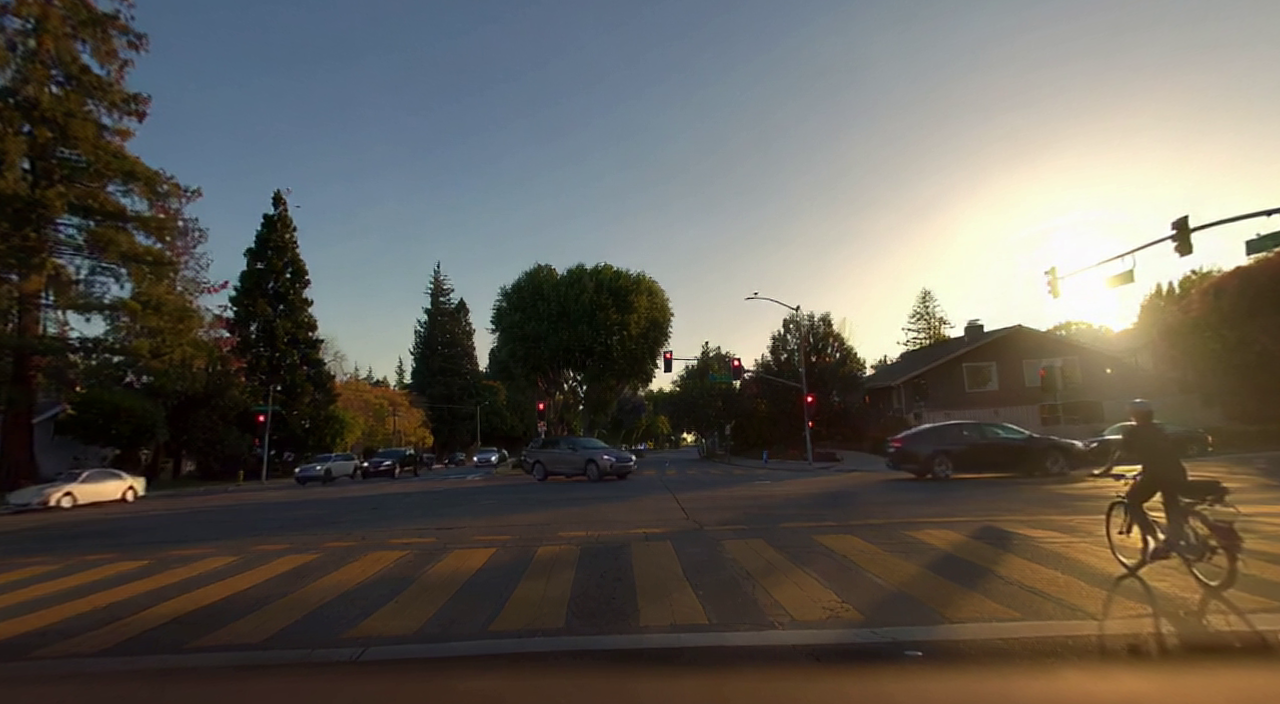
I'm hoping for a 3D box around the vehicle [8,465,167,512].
[{"bbox_3d":[-20.899,5.145,24.178,1.860,1.473,4.655,0,-9,1],"label":"vehicle"}]

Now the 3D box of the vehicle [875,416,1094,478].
[{"bbox_3d":[9.924,2.828,18.670,5.217,1.673,2.006,-2,-9,11],"label":"vehicle"}]

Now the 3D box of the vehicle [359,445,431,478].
[{"bbox_3d":[-14.062,6.312,36.561,2.093,1.769,4.971,0,-9,1],"label":"vehicle"}]

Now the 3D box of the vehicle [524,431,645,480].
[{"bbox_3d":[-2.353,4.141,25.389,2.191,1.731,5.188,7,-11,-41],"label":"vehicle"}]

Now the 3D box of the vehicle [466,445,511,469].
[{"bbox_3d":[-10.038,6.993,42.069,2.017,1.496,4.749,0,-9,-3],"label":"vehicle"}]

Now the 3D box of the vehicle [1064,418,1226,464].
[{"bbox_3d":[17.326,3.091,21.788,3.969,1.493,1.823,0,-9,1],"label":"vehicle"}]

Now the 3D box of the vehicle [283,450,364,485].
[{"bbox_3d":[-17.331,6.308,34.768,2.006,1.735,4.591,0,-9,1],"label":"vehicle"}]
